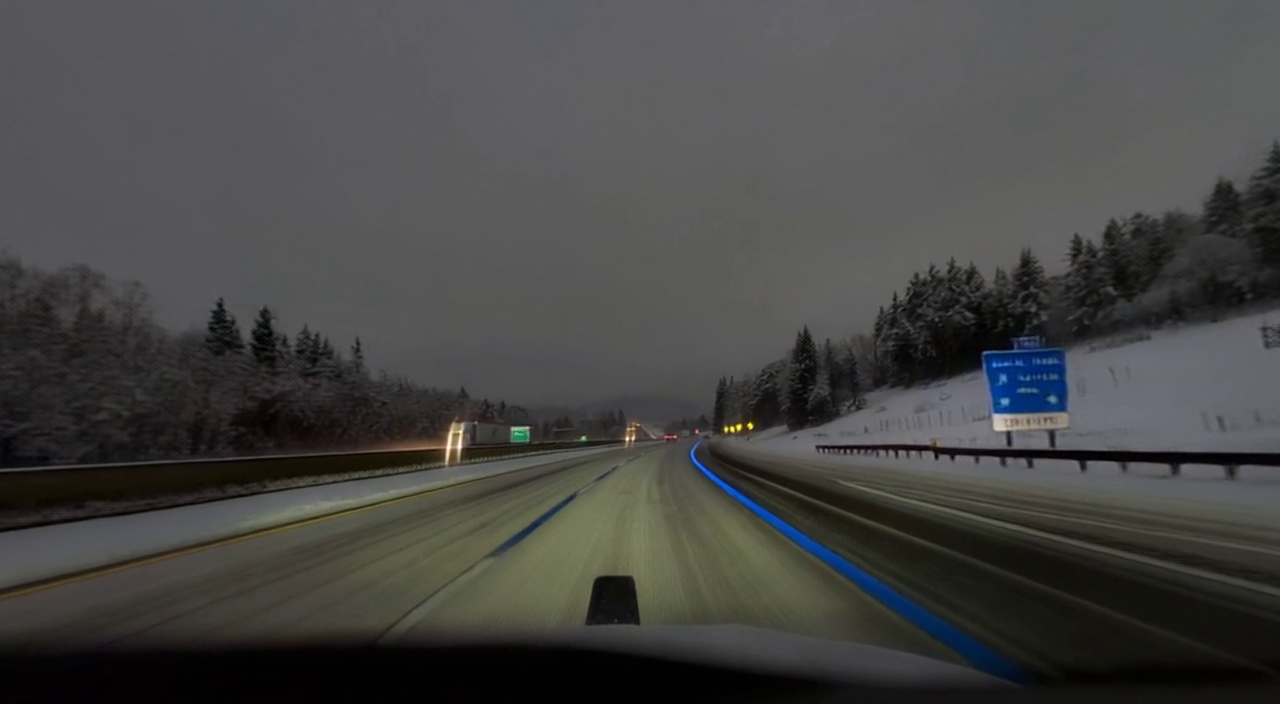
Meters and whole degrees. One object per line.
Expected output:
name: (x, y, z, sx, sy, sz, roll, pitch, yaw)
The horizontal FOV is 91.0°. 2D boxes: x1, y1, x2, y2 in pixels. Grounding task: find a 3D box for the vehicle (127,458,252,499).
vehicle: (-15.787, 4.428, 22.318, 1.651, 1.224, 3.682, -1, -8, 1)
